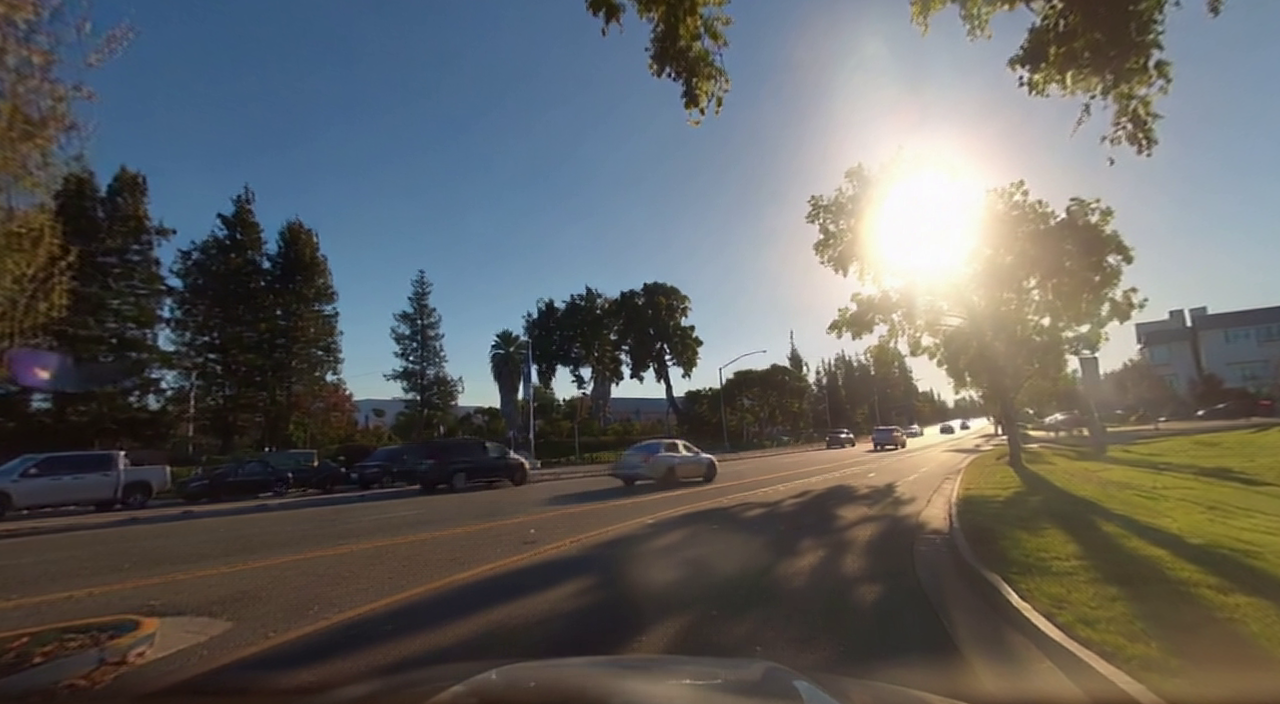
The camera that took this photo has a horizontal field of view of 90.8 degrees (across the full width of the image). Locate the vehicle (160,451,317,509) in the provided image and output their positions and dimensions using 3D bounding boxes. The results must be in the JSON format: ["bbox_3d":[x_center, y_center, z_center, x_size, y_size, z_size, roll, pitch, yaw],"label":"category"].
[{"bbox_3d":[-14.493,4.568,23.065,1.904,1.719,4.326,-5,-9,33],"label":"vehicle"}]

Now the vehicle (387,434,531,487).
[{"bbox_3d":[-6.831,4.152,24.326,2.506,1.718,4.822,-11,-13,34],"label":"vehicle"}]

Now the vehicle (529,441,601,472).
[{"bbox_3d":[-4.517,6.368,38.737,1.926,1.691,4.646,-4,-8,31],"label":"vehicle"}]

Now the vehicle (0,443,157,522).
[{"bbox_3d":[-17.421,3.720,18.326,2.294,2.000,4.788,-6,-9,29],"label":"vehicle"}]

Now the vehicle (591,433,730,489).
[{"bbox_3d":[0.741,3.288,19.239,1.984,1.482,4.482,-7,-11,37],"label":"vehicle"}]
